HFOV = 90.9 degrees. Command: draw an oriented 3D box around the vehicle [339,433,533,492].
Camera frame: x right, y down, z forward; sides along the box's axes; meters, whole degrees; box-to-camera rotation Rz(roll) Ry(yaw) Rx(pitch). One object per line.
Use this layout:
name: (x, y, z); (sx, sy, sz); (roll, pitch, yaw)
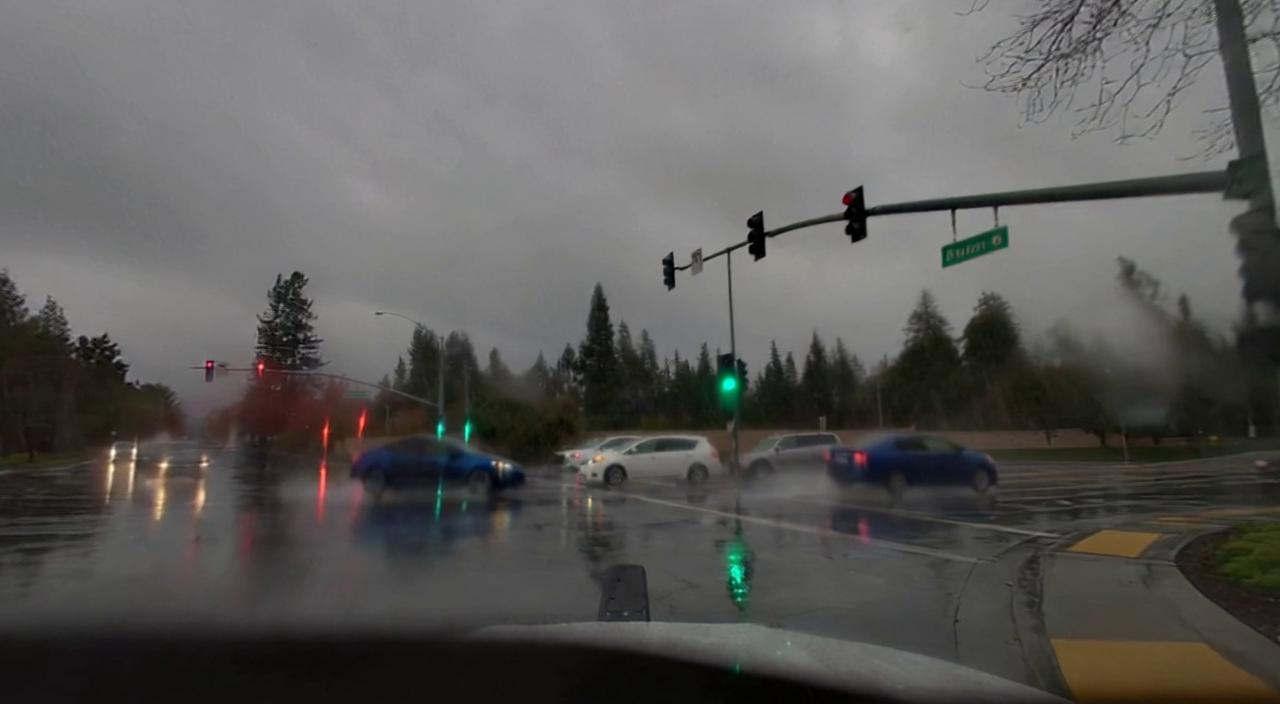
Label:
vehicle: (-5.639, 3.038, 17.592); (4.826, 1.484, 2.000); (-3, -9, 17)

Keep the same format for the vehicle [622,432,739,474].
vehicle: (1.673, 4.148, 26.087); (4.483, 1.589, 1.852); (4, -9, -26)

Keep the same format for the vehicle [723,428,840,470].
vehicle: (7.342, 5.051, 32.580); (5.791, 1.964, 2.199); (6, -10, -27)

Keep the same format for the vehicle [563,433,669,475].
vehicle: (-1.067, 4.581, 28.515); (4.360, 1.749, 1.895); (4, -10, -29)

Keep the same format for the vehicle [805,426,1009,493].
vehicle: (8.049, 3.205, 19.143); (5.332, 1.807, 2.450); (3, -9, -19)

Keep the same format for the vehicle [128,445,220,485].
vehicle: (-18.705, 4.452, 25.223); (4.589, 1.462, 1.953); (-8, -11, 42)
